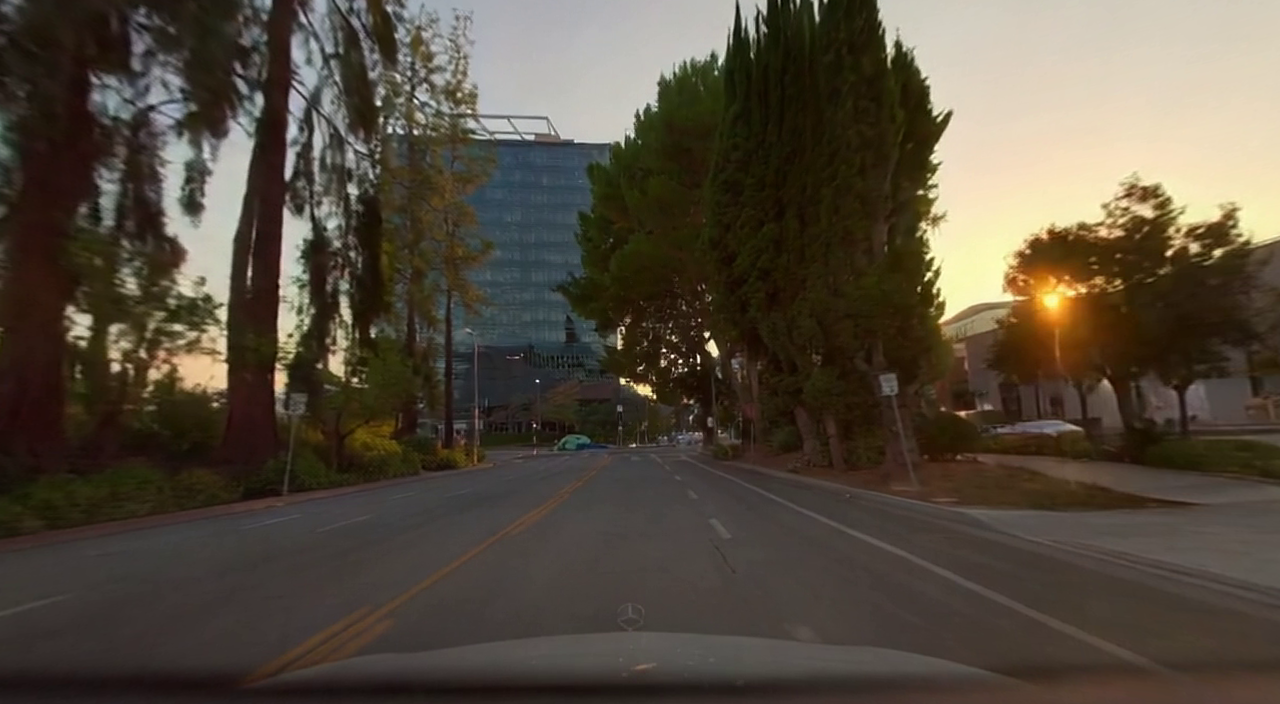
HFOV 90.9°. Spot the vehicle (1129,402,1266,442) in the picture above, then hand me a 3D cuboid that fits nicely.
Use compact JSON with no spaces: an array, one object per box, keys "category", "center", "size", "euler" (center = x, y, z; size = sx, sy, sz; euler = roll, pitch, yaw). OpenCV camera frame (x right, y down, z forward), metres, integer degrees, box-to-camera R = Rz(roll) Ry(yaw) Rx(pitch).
[{"category":"vehicle","center":[29.224,3.712,33.396],"size":[2.116,1.879,5.844],"euler":[-2,-7,3]}]

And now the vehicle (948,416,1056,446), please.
[{"category":"vehicle","center":[22.728,4.957,39.706],"size":[5.623,1.647,1.832],"euler":[-2,-6,0]}]
